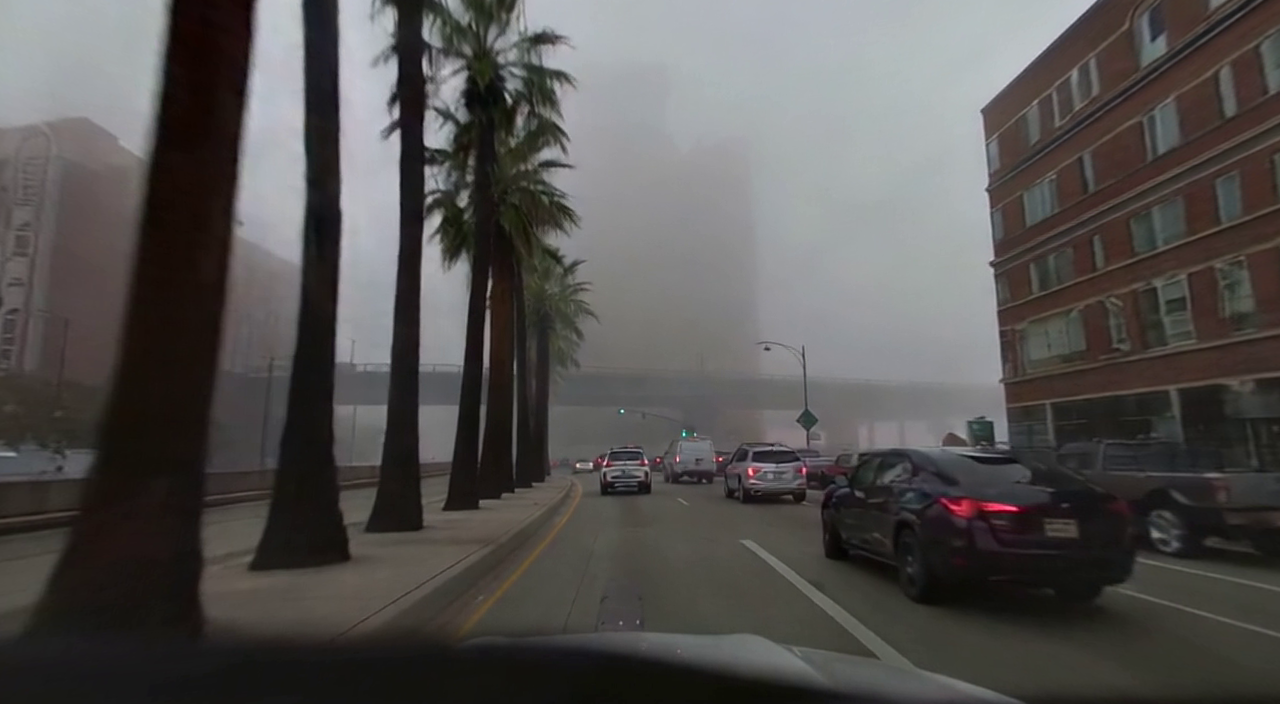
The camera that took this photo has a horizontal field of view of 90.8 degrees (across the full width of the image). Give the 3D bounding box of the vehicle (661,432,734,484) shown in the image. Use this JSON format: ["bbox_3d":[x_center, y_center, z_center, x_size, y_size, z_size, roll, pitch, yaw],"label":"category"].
[{"bbox_3d":[2.569,4.948,29.725,2.434,2.171,5.098,1,-9,-6],"label":"vehicle"}]

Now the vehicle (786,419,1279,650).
[{"bbox_3d":[3.306,1.591,6.658,2.238,1.522,4.627,0,-9,-2],"label":"vehicle"}]

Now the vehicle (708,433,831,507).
[{"bbox_3d":[3.265,3.095,16.912,2.151,1.695,4.258,0,-9,-3],"label":"vehicle"}]

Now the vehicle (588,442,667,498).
[{"bbox_3d":[-0.542,3.864,21.141,2.332,1.625,4.933,0,-9,-4],"label":"vehicle"}]
